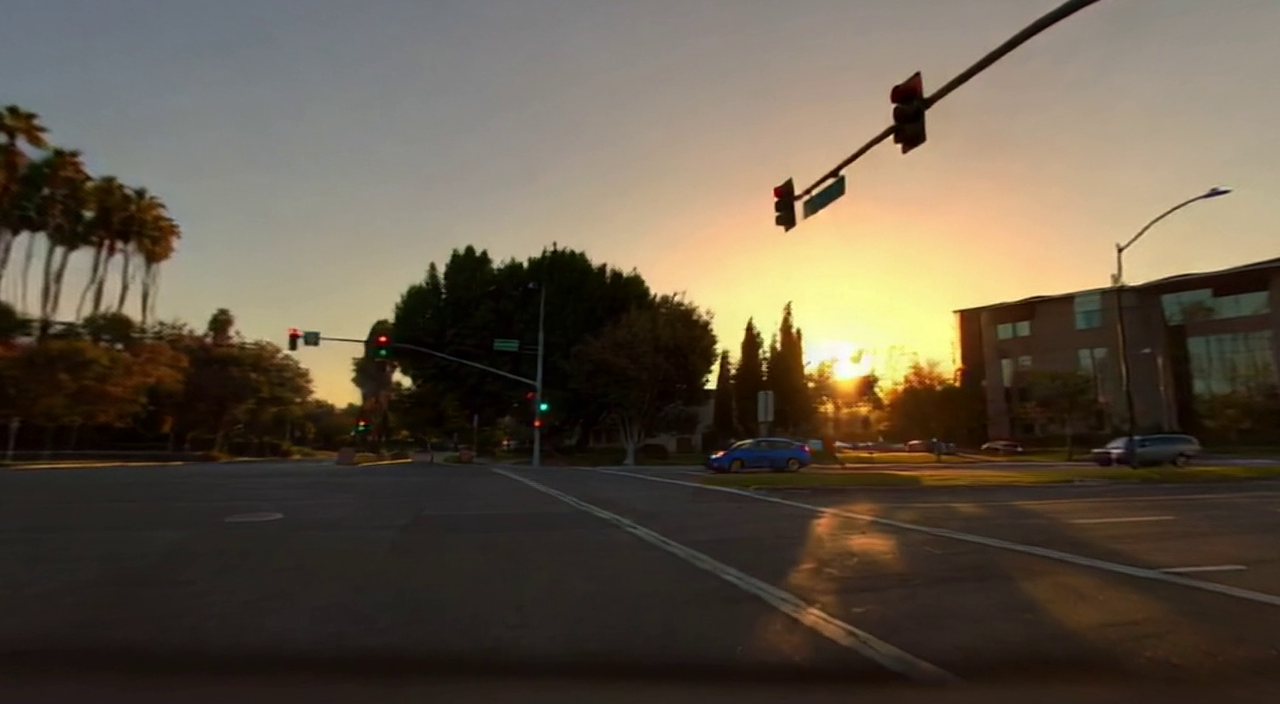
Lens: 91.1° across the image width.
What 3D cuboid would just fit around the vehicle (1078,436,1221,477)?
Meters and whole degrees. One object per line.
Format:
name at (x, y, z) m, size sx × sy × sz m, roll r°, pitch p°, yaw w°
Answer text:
vehicle at (25.390, 5.186, 31.358) m, size 5.841 × 1.890 × 2.273 m, roll 2°, pitch -9°, yaw -13°

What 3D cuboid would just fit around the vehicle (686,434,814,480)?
vehicle at (4.523, 4.344, 26.125) m, size 4.820 × 1.751 × 2.050 m, roll 2°, pitch -9°, yaw -15°
